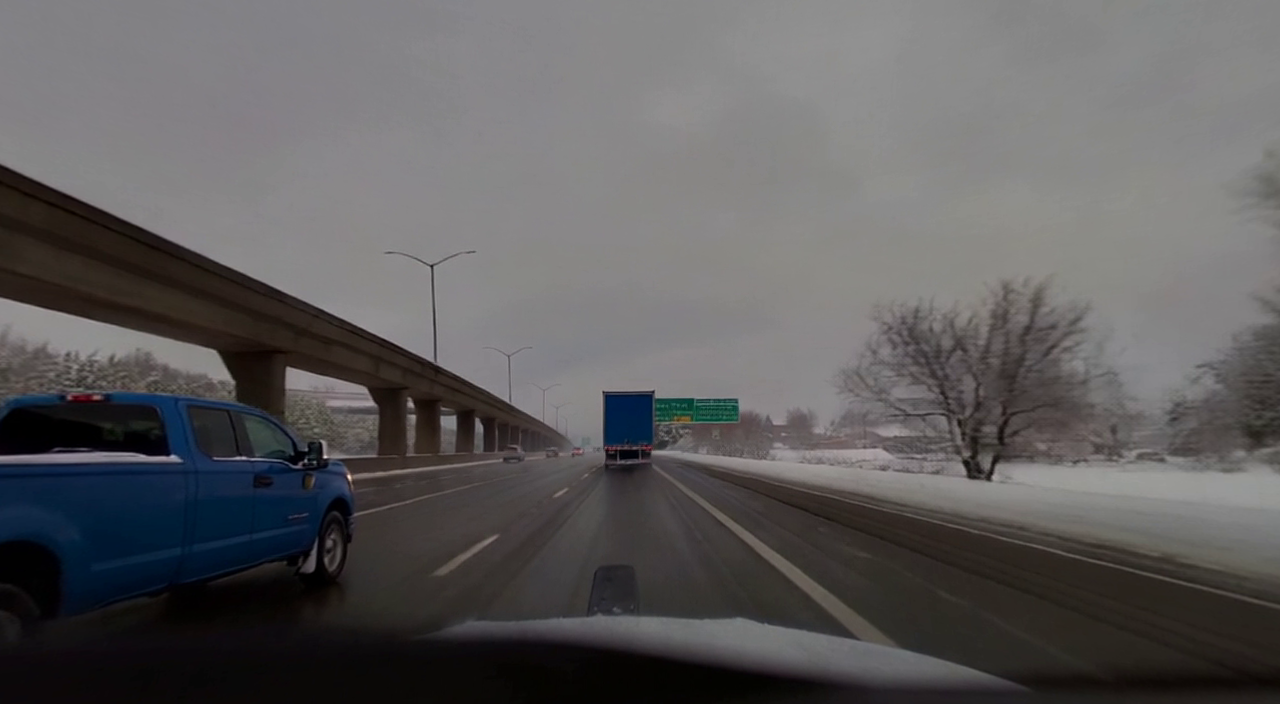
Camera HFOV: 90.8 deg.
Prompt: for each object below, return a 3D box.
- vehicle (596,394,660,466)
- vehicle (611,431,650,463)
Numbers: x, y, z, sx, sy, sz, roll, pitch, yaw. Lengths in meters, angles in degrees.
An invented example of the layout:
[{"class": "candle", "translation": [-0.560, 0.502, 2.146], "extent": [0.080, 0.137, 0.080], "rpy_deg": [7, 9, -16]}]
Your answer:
[{"class": "vehicle", "translation": [-0.657, 4.847, 37.845], "extent": [3.233, 3.678, 11.032], "rpy_deg": [1, -9, -1]}, {"class": "vehicle", "translation": [-0.546, 5.273, 35.234], "extent": [2.052, 1.666, 4.358], "rpy_deg": [0, -8, -2]}]
